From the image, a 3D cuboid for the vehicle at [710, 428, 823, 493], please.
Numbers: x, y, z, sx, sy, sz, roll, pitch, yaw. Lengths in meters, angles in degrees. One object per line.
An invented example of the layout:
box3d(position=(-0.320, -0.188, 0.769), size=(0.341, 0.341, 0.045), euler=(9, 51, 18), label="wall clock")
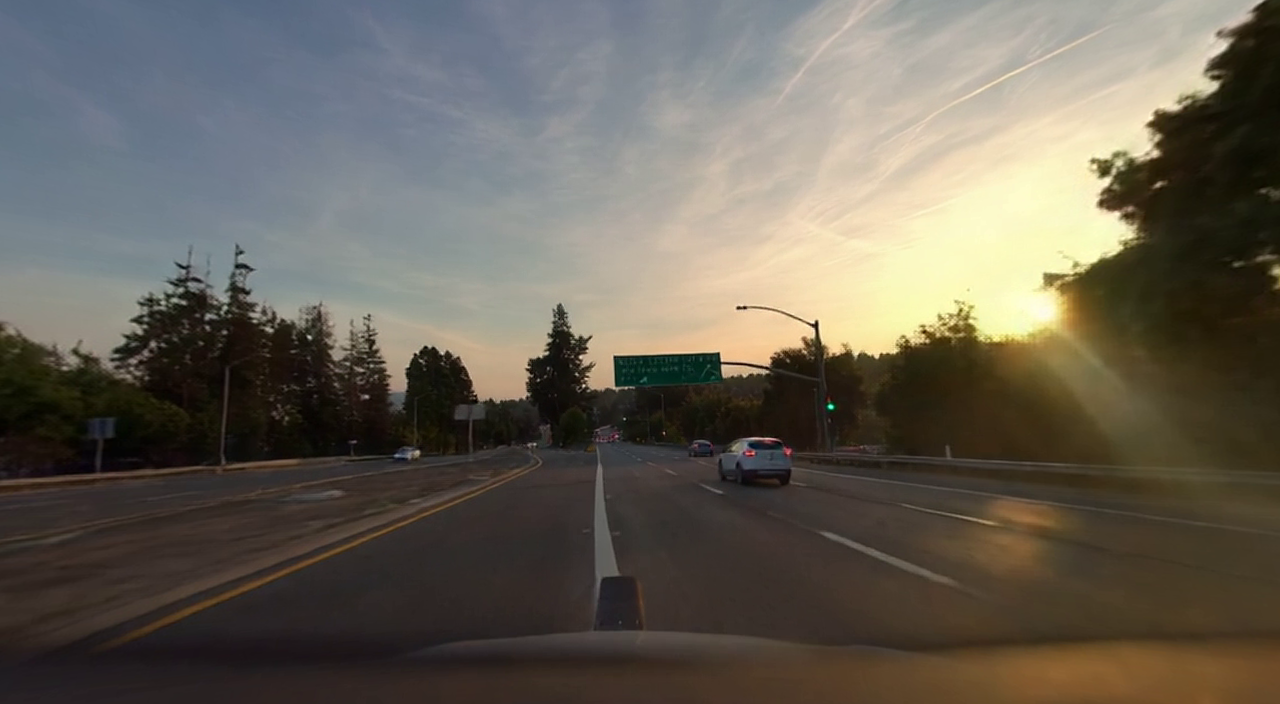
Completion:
box3d(position=(3.568, 3.175, 18.833), size=(2.066, 1.683, 4.675), euler=(0, -8, -5), label="vehicle")
